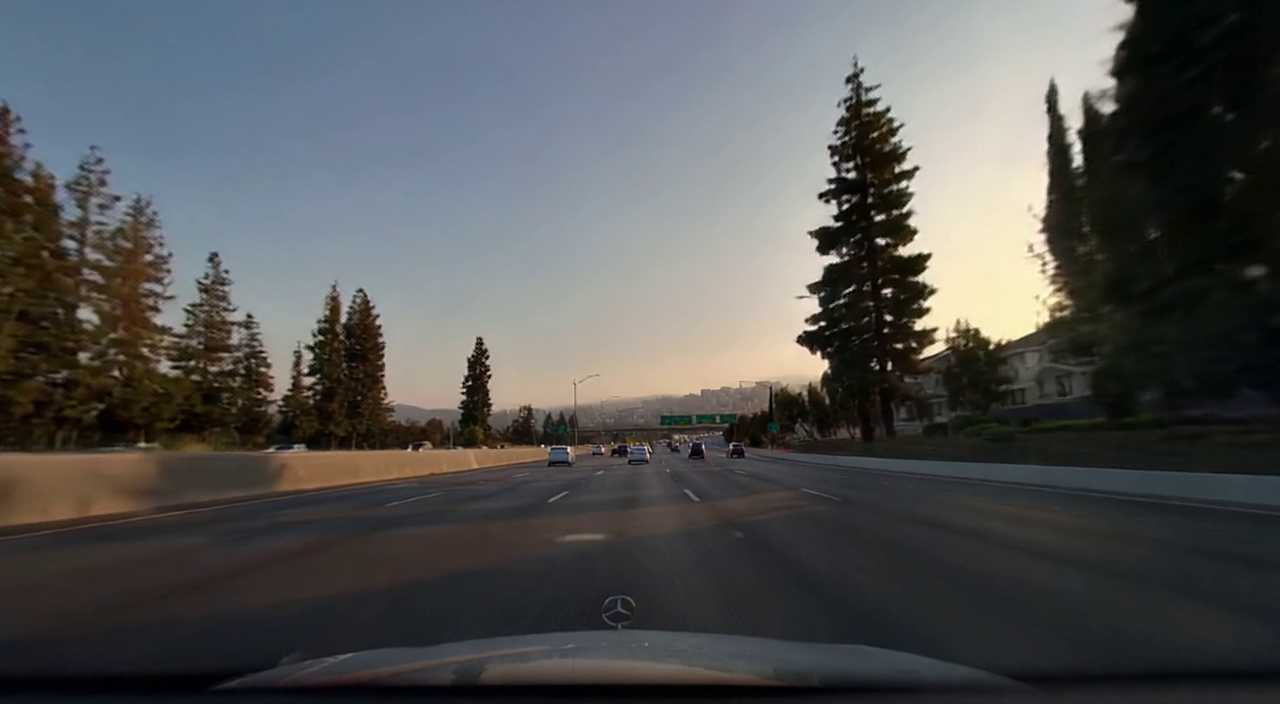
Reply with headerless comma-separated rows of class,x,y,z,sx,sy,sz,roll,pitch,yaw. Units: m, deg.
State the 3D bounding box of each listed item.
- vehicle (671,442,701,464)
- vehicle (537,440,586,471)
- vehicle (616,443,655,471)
vehicle,3.581,7.917,49.810,2.084,1.624,3.935,0,-9,0
vehicle,-4.589,6.132,37.494,2.260,1.706,4.177,0,-9,1
vehicle,-0.237,6.083,36.750,2.146,1.485,4.332,0,-9,0
